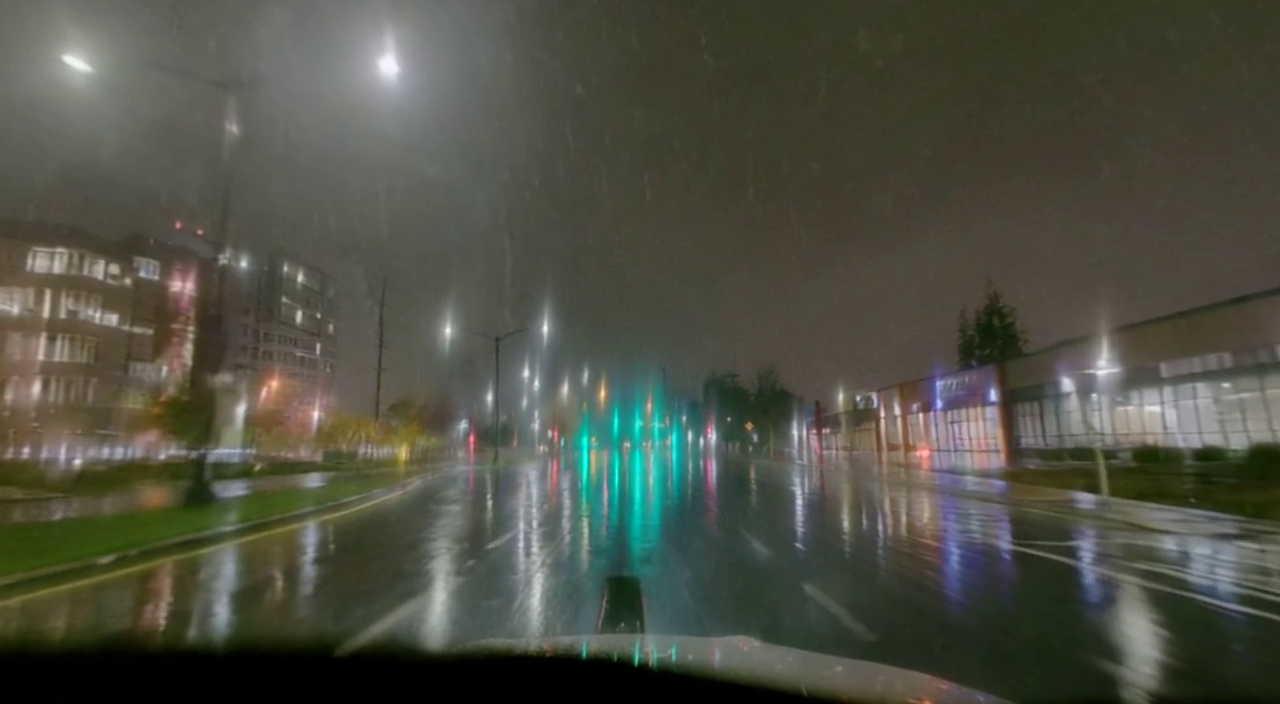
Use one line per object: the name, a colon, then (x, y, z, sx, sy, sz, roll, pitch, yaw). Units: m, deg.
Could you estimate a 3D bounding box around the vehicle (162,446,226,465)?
vehicle: (-34.761, 8.047, 49.284, 3.557, 1.432, 1.774, 0, -8, -1)
